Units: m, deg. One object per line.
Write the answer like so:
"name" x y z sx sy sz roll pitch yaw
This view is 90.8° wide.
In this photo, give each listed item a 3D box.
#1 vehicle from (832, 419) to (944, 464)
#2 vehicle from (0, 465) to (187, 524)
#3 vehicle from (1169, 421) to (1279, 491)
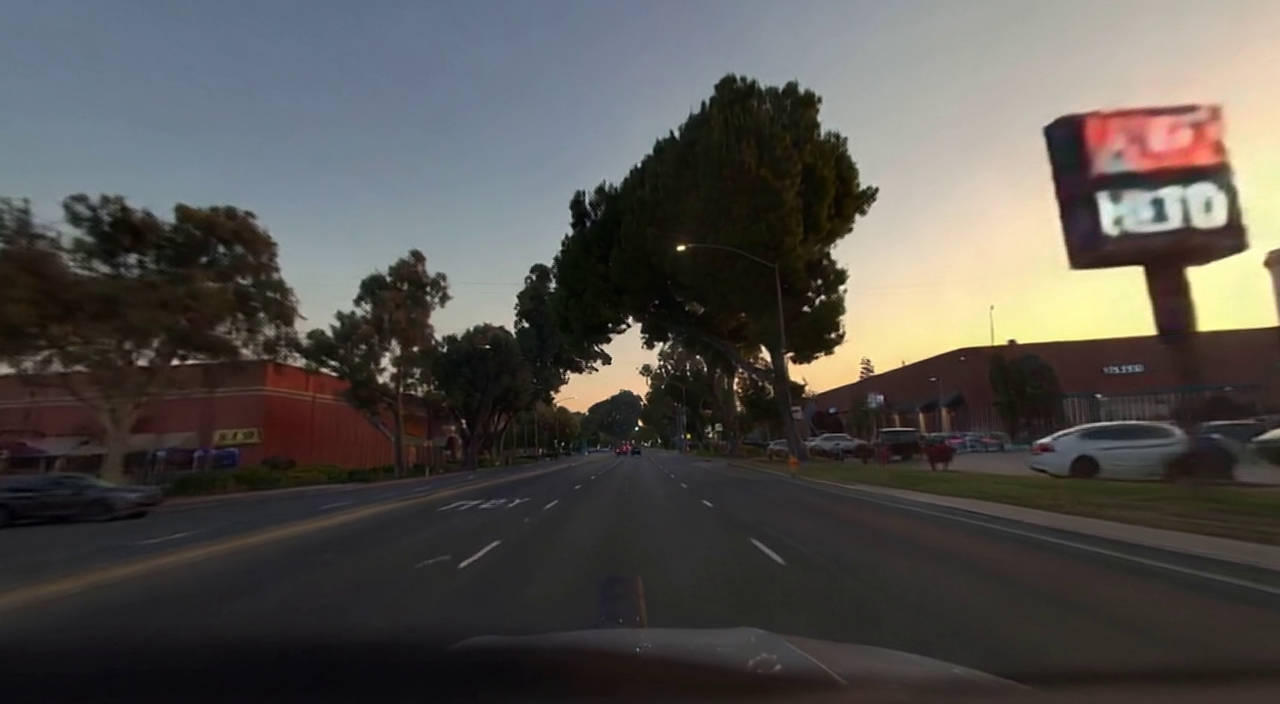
"vehicle" 15.356 5.580 39.370 5.797 2.052 2.329 -6 -8 -1
"vehicle" -16.828 4.229 18.976 4.752 1.523 2.123 0 -8 -2
"vehicle" 15.762 2.472 15.175 4.212 1.537 2.044 0 -8 0
